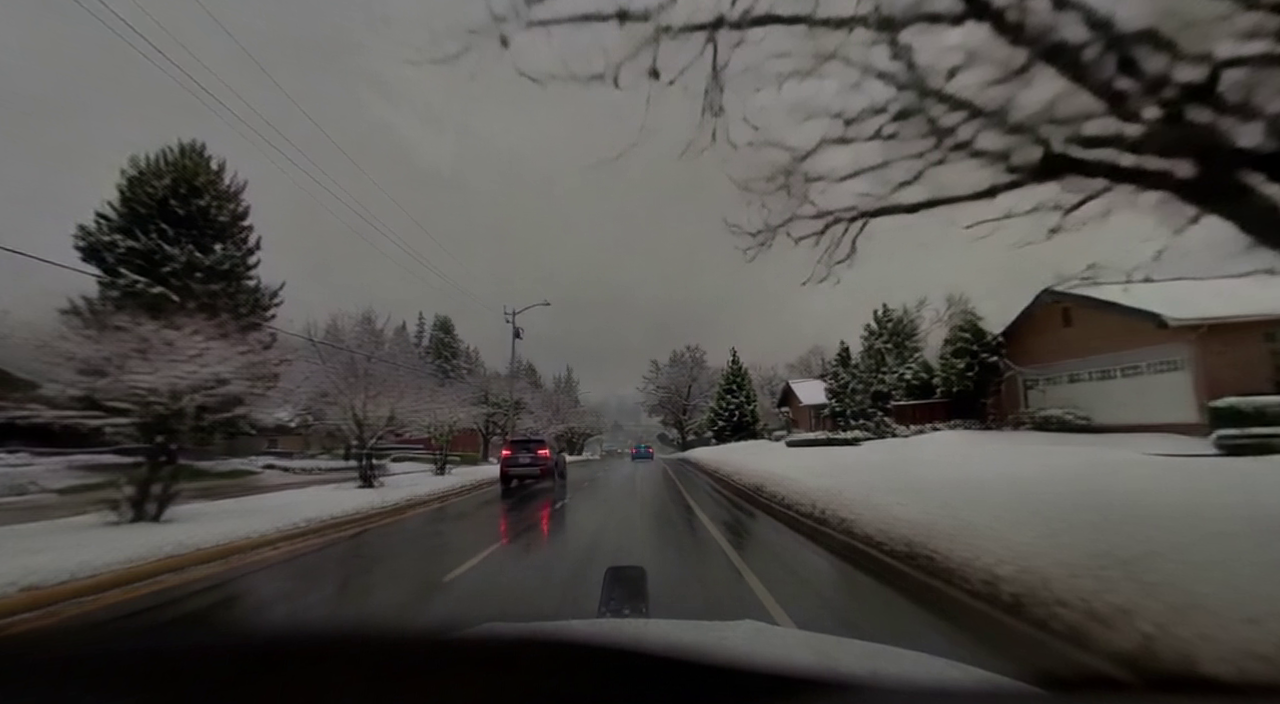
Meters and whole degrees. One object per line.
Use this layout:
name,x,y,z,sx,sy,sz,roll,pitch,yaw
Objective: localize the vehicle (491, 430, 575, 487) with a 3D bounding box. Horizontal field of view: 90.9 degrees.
vehicle,-3.579,3.659,22.013,2.073,1.770,4.302,0,-9,1
